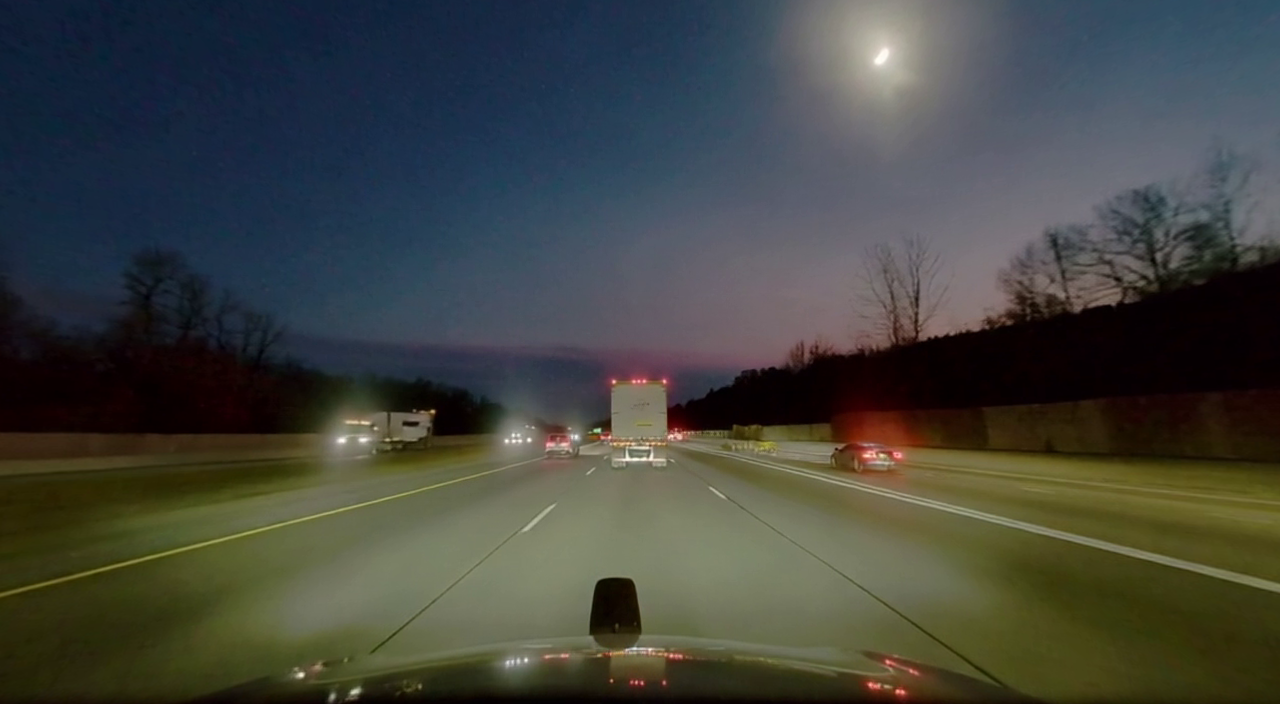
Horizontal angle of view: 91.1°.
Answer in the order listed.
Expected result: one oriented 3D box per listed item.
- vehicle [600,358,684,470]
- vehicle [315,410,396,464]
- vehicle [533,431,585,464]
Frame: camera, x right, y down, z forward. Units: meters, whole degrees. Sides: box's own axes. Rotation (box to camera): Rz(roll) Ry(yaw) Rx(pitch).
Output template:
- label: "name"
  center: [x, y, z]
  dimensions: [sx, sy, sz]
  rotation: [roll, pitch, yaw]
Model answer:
- label: "vehicle"
  center: [0.013, 3.299, 30.703]
  dimensions: [2.965, 3.972, 16.689]
  rotation: [0, -8, 0]
- label: "vehicle"
  center: [-21.925, 6.589, 48.909]
  dimensions: [3.143, 3.890, 6.384]
  rotation: [0, -7, 1]
- label: "vehicle"
  center: [-3.911, 4.690, 31.113]
  dimensions: [2.005, 1.521, 4.454]
  rotation: [0, -8, 0]
